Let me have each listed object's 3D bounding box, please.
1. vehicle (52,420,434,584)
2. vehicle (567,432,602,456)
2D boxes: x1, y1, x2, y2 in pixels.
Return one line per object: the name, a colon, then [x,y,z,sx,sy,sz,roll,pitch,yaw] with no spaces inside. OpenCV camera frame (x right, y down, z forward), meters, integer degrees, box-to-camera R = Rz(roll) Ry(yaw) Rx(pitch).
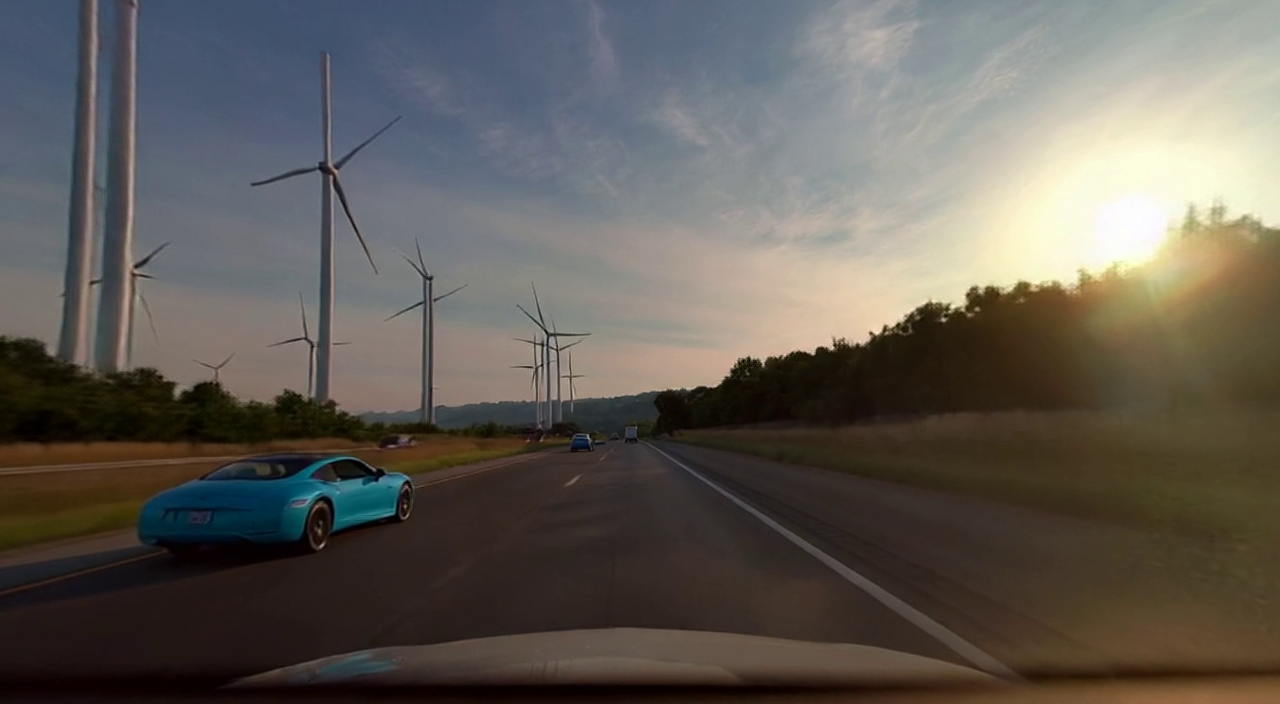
vehicle: [-4.158,1.597,7.648,1.969,1.413,4.194,0,-8,-1]
vehicle: [-3.621,6.058,41.542,2.024,1.456,3.754,0,-8,-1]
